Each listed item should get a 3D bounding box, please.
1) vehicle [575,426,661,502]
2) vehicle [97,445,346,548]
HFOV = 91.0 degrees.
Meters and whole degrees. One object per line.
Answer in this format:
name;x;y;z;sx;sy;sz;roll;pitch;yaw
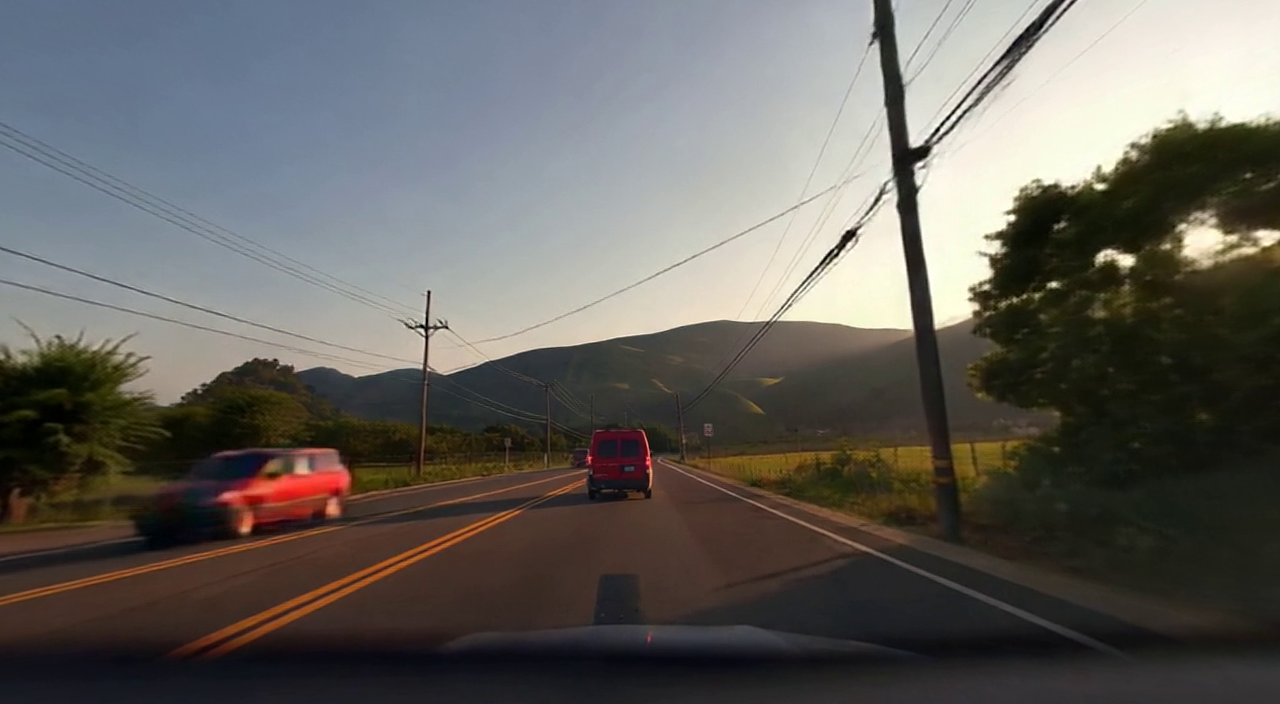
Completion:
vehicle;-0.659;3.554;20.340;2.454;2.144;4.535;0;-9;-1
vehicle;-9.300;3.166;14.727;2.089;1.946;4.979;-1;-9;5
